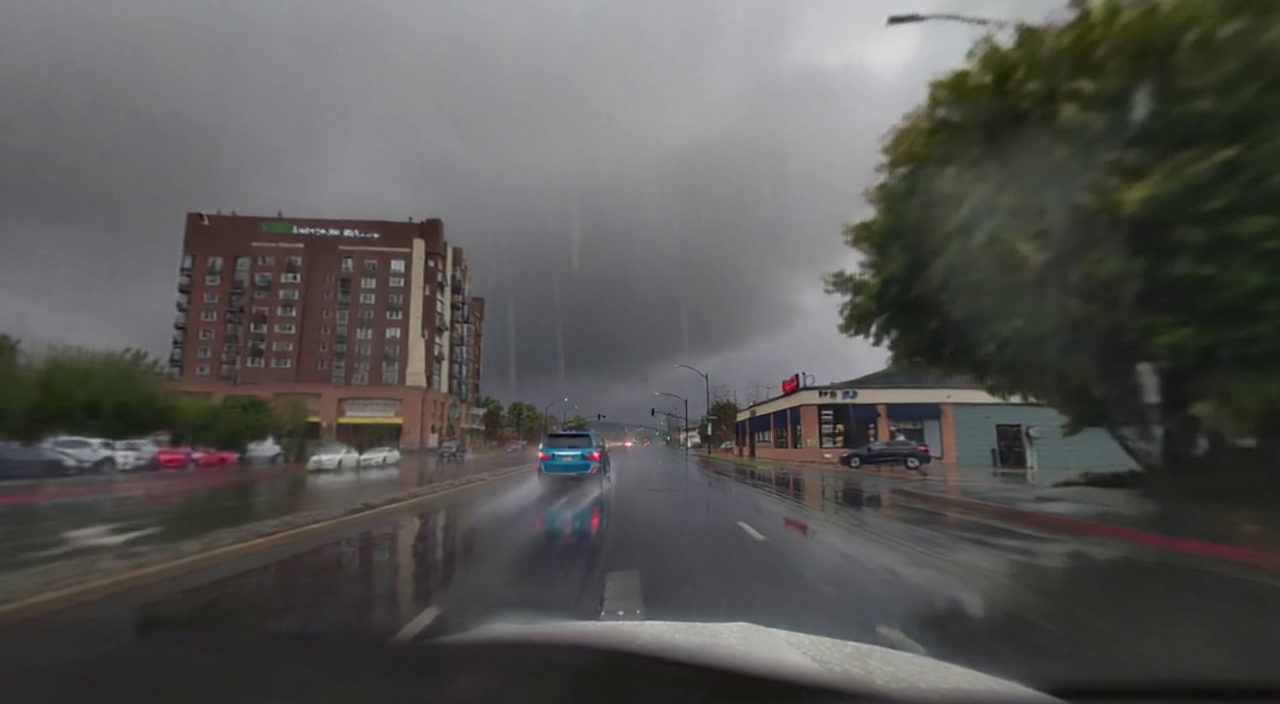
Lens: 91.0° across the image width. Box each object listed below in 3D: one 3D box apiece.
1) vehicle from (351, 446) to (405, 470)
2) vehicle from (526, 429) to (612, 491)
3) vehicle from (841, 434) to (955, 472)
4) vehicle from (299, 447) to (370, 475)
[{"bbox_3d":[-17.715,7.186,42.765,1.840,1.508,4.376,0,-8,-1],"label":"vehicle"},{"bbox_3d":[-2.073,3.296,19.481,2.080,1.722,3.766,0,-8,2],"label":"vehicle"},{"bbox_3d":[14.853,5.855,36.663,2.589,1.989,5.779,4,-9,-26],"label":"vehicle"},{"bbox_3d":[-17.790,6.346,36.896,1.852,1.481,4.660,0,-8,-1],"label":"vehicle"}]
